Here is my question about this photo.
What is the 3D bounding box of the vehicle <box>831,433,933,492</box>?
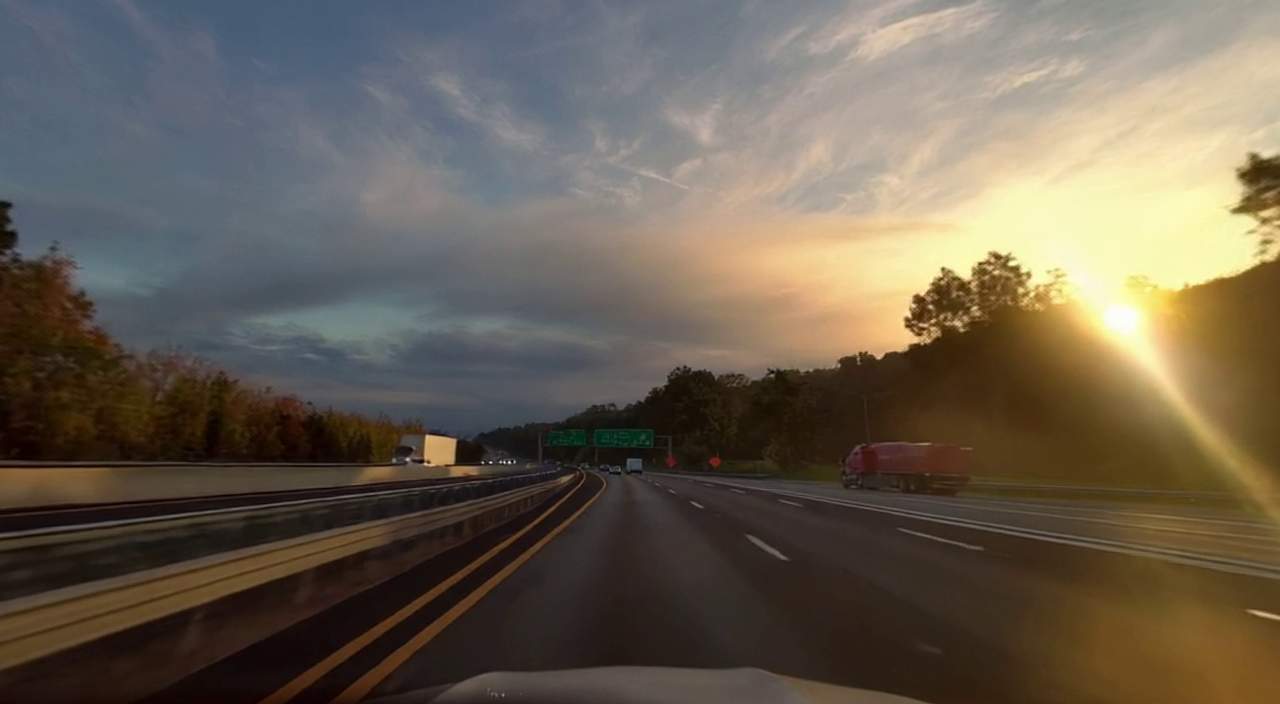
[{"bbox_3d":[16.005,7.504,42.520,2.902,3.371,8.875,4,-11,-4],"label":"vehicle"}]

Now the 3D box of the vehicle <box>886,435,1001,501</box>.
[{"bbox_3d":[16.558,6.387,34.861,2.827,3.120,6.502,4,-10,-3],"label":"vehicle"}]

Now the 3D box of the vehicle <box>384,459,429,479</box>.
[{"bbox_3d":[-17.846,8.972,48.251,1.946,1.475,4.594,1,-10,-4],"label":"vehicle"}]
